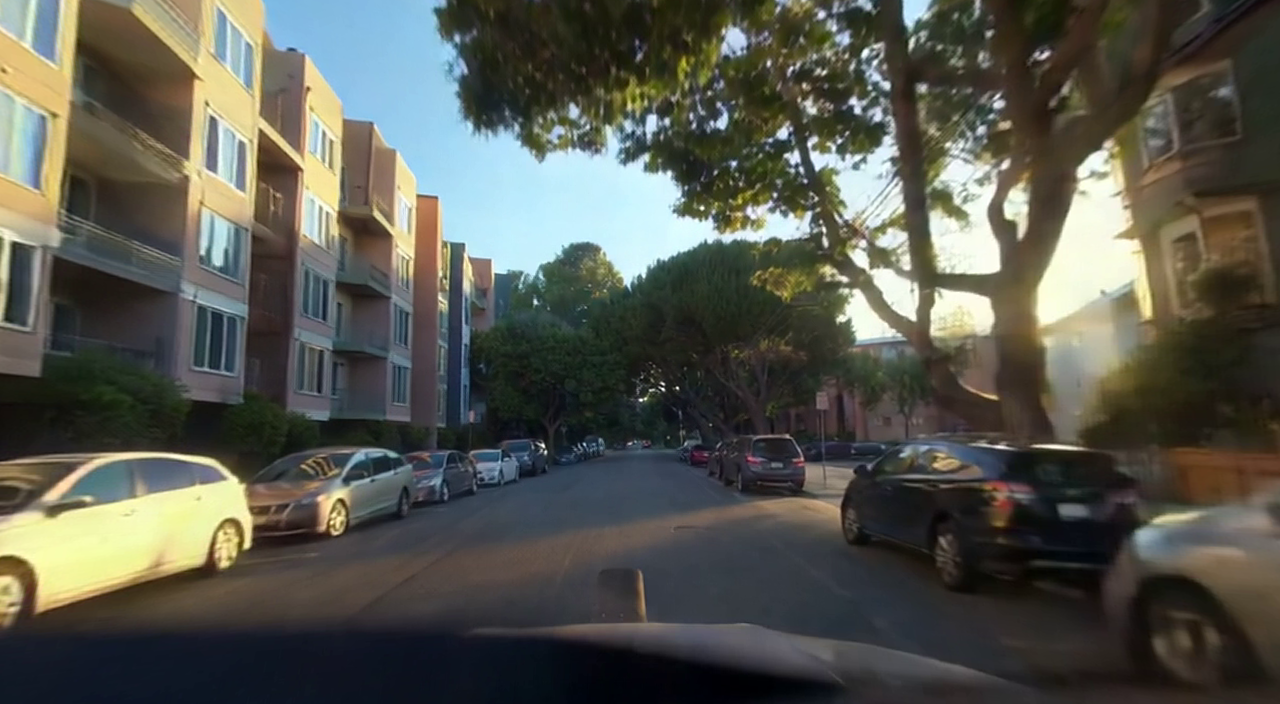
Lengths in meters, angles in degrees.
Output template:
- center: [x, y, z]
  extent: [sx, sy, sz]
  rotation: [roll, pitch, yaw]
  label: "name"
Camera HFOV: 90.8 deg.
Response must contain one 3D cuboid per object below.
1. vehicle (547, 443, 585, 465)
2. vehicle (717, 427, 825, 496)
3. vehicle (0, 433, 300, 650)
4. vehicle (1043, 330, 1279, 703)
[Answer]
- center: [-5.089, 7.113, 44.159]
  extent: [2.080, 1.458, 4.511]
  rotation: [0, -8, 1]
  label: "vehicle"
- center: [3.759, 3.256, 19.177]
  extent: [2.082, 1.809, 4.998]
  rotation: [0, -8, -1]
  label: "vehicle"
- center: [-5.206, 1.490, 5.651]
  extent: [1.772, 1.466, 4.342]
  rotation: [0, -8, 2]
  label: "vehicle"
- center: [3.654, 0.716, 1.602]
  extent: [2.093, 1.801, 4.788]
  rotation: [2, -8, 0]
  label: "vehicle"
